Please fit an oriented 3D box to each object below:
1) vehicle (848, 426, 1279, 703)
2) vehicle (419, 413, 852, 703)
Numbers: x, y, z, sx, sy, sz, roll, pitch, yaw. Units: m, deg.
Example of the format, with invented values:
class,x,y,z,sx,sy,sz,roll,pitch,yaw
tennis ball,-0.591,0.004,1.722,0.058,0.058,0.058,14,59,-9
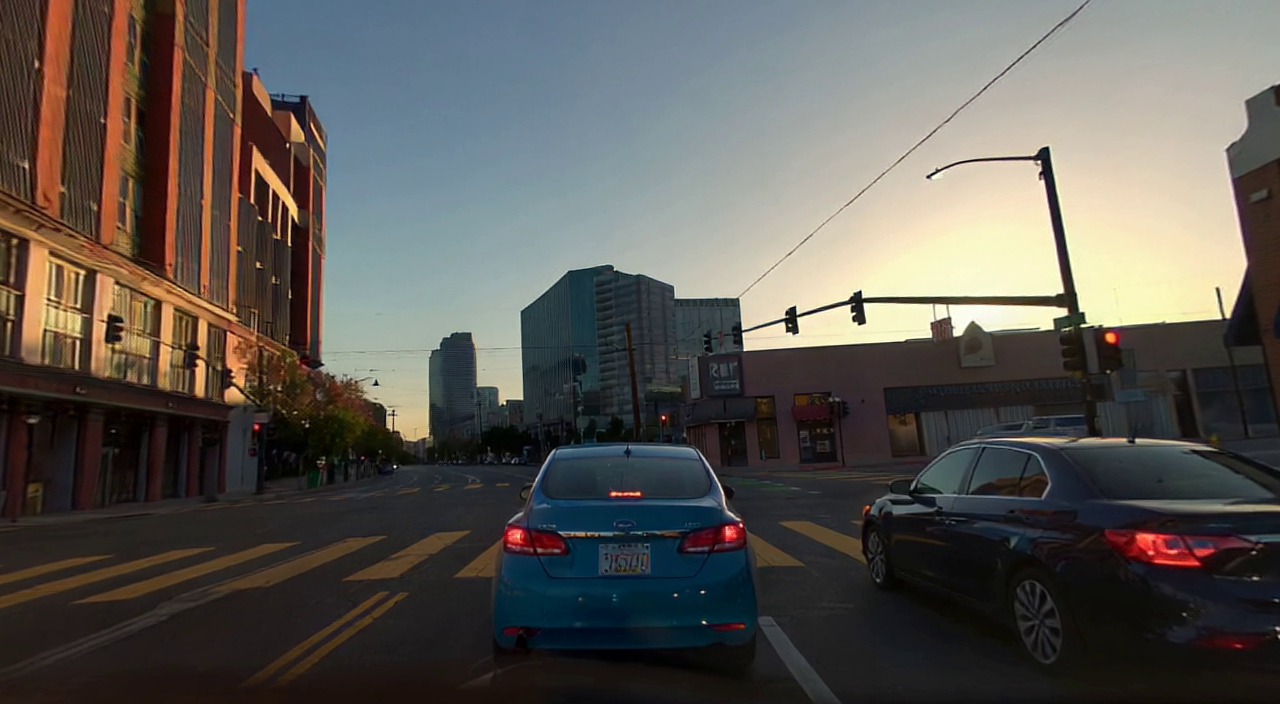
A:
class,x,y,z,sx,sy,sz,roll,pitch,yaw
vehicle,3.352,1.376,5.079,1.860,1.430,4.089,0,-8,-1
vehicle,-0.055,1.349,5.156,2.094,1.481,4.078,0,-8,-1
